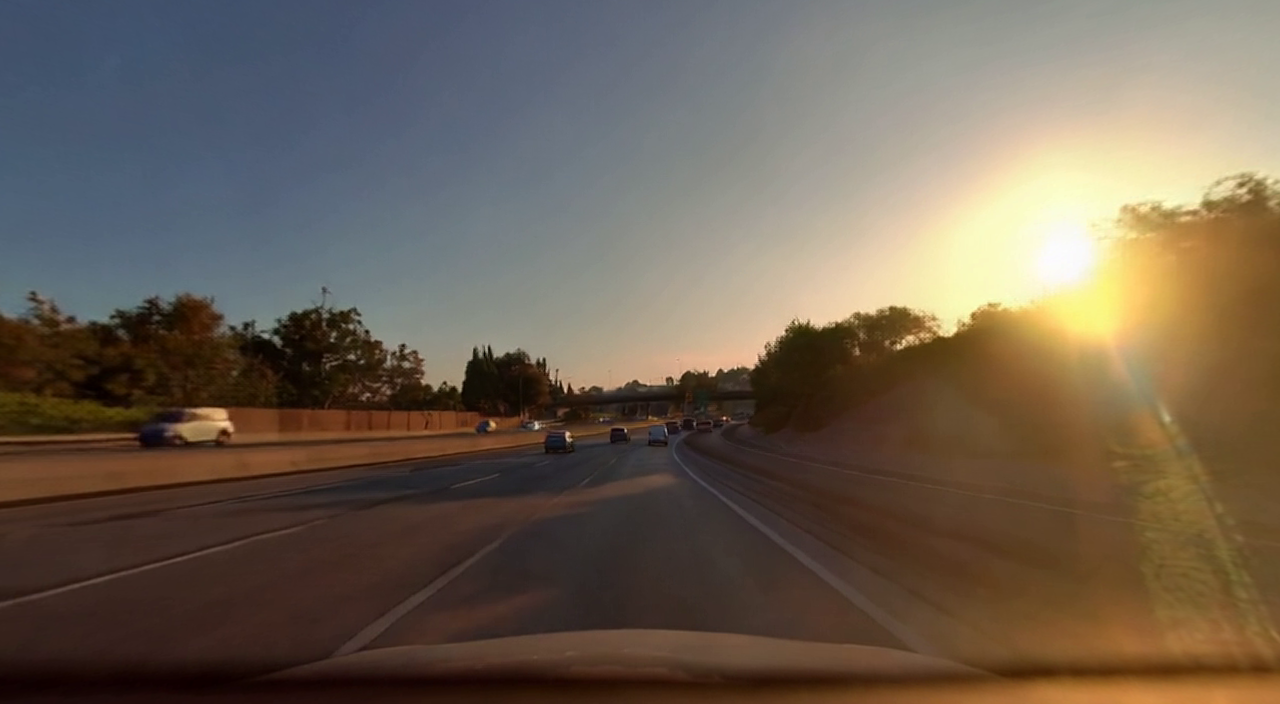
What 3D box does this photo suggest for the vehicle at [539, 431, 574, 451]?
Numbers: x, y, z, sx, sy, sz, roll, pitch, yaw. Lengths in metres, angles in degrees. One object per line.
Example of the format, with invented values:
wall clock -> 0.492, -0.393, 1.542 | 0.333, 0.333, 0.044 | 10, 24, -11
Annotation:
vehicle -> -6.443, 6.955, 49.109 | 1.966, 1.488, 4.243 | -1, -8, 3

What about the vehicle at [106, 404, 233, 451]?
vehicle -> -35.898, 5.959, 48.688 | 2.966, 3.259, 8.509 | -1, -8, 2
